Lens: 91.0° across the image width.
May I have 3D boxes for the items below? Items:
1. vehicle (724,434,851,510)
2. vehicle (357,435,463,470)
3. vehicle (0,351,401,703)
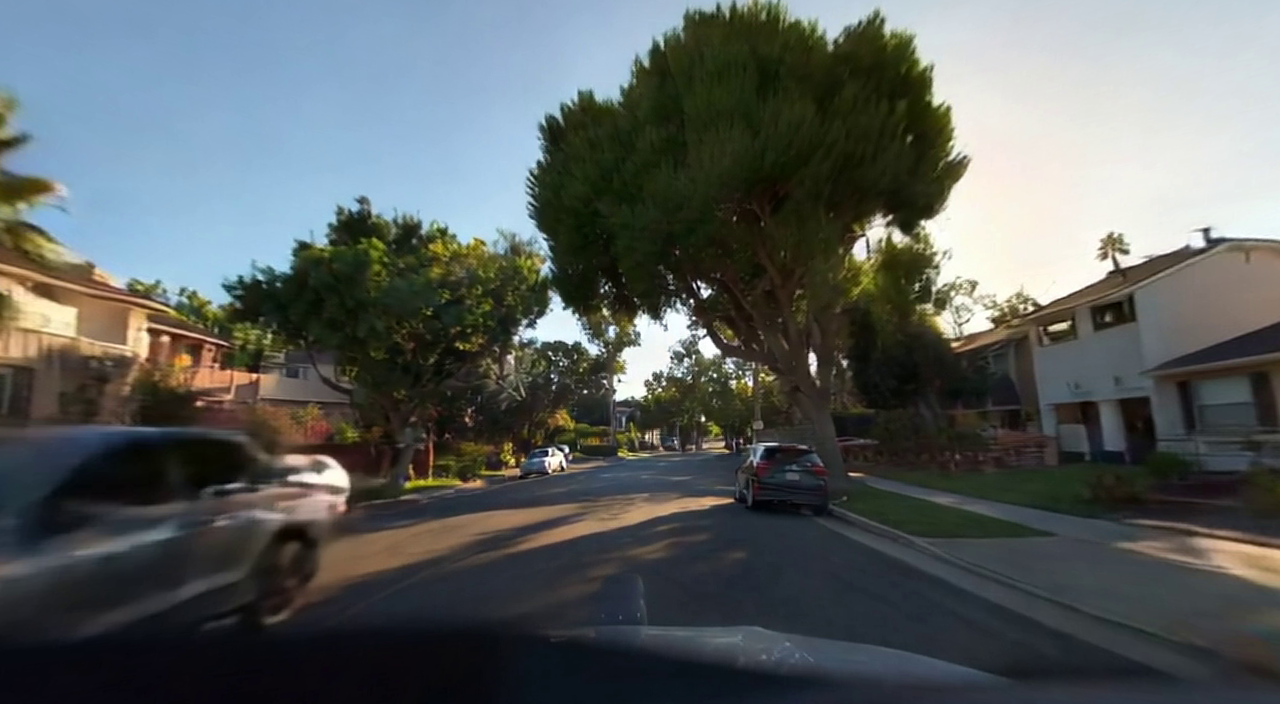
[{"bbox_3d":[3.278,2.761,14.949,2.045,1.519,4.231,0,-8,1],"label":"vehicle"},{"bbox_3d":[-12.248,5.364,33.622,5.015,1.746,1.968,-2,-9,13],"label":"vehicle"},{"bbox_3d":[-3.722,1.119,4.061,2.305,1.781,4.834,-1,-8,2],"label":"vehicle"}]
